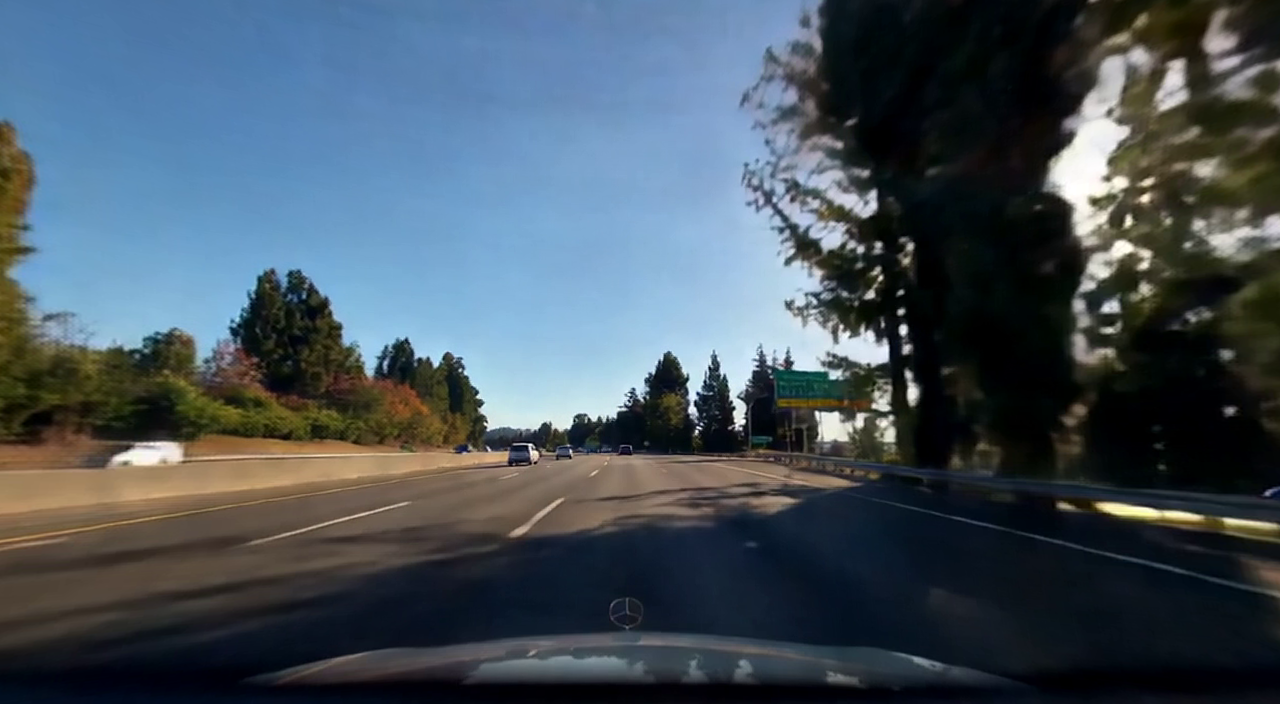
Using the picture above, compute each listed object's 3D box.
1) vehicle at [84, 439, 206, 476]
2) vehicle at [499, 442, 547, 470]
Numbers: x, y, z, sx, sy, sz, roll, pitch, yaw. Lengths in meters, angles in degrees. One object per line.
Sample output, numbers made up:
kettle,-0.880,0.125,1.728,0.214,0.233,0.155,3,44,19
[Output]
vehicle,-25.668,5.470,33.026,2.103,1.780,5.422,0,-8,-2
vehicle,-7.648,6.815,41.709,2.179,1.710,5.160,0,-8,0
